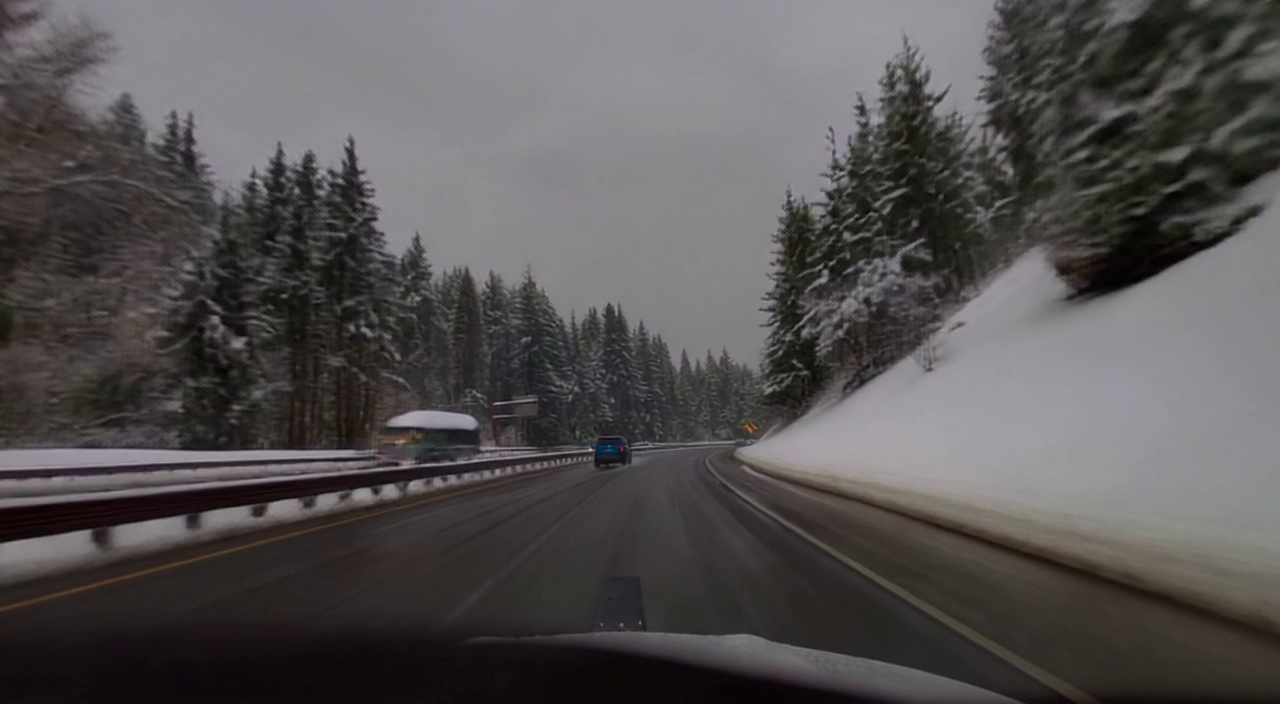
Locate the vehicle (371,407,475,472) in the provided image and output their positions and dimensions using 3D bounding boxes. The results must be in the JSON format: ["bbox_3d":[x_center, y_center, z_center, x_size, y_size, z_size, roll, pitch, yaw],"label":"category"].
[{"bbox_3d":[-15.577,6.471,46.476,3.236,4.237,10.335,-1,-8,4],"label":"vehicle"}]

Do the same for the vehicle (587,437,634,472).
[{"bbox_3d":[-1.552,5.606,34.756,2.005,1.752,4.479,-1,-8,5],"label":"vehicle"}]

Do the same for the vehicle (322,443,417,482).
[{"bbox_3d":[-12.705,5.202,30.032,2.182,1.669,4.609,-1,-8,5],"label":"vehicle"}]
